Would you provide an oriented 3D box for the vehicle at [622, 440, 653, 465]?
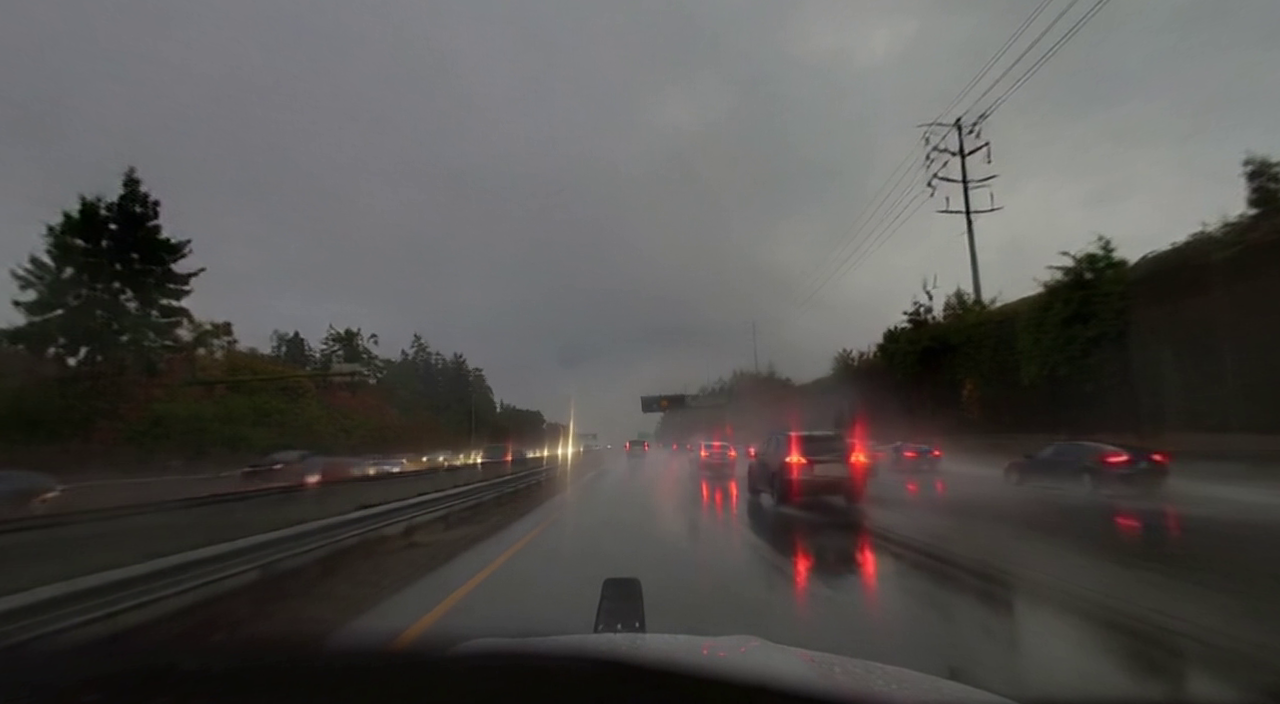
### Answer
[{"bbox_3d":[-0.202,7.714,48.337,2.314,1.796,4.254,0,-8,-1],"label":"vehicle"}]

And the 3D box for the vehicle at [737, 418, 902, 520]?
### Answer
[{"bbox_3d":[3.629,2.481,13.878,2.138,1.826,4.783,0,-8,-1],"label":"vehicle"}]

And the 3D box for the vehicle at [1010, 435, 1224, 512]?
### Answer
[{"bbox_3d":[10.557,2.678,14.363,1.850,1.492,3.767,0,-8,-1],"label":"vehicle"}]

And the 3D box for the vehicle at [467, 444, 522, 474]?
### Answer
[{"bbox_3d":[-8.610,6.338,37.650,2.007,1.651,5.177,0,-8,0],"label":"vehicle"}]

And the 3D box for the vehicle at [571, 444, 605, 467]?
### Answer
[{"bbox_3d":[-3.632,7.328,44.616,2.051,1.510,4.373,0,-8,0],"label":"vehicle"}]

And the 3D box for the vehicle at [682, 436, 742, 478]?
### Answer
[{"bbox_3d":[3.251,4.865,29.380,2.111,1.755,4.459,0,-8,-2],"label":"vehicle"}]

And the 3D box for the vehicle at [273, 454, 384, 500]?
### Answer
[{"bbox_3d":[-11.899,4.755,24.432,1.981,1.529,4.499,0,-8,0],"label":"vehicle"}]
